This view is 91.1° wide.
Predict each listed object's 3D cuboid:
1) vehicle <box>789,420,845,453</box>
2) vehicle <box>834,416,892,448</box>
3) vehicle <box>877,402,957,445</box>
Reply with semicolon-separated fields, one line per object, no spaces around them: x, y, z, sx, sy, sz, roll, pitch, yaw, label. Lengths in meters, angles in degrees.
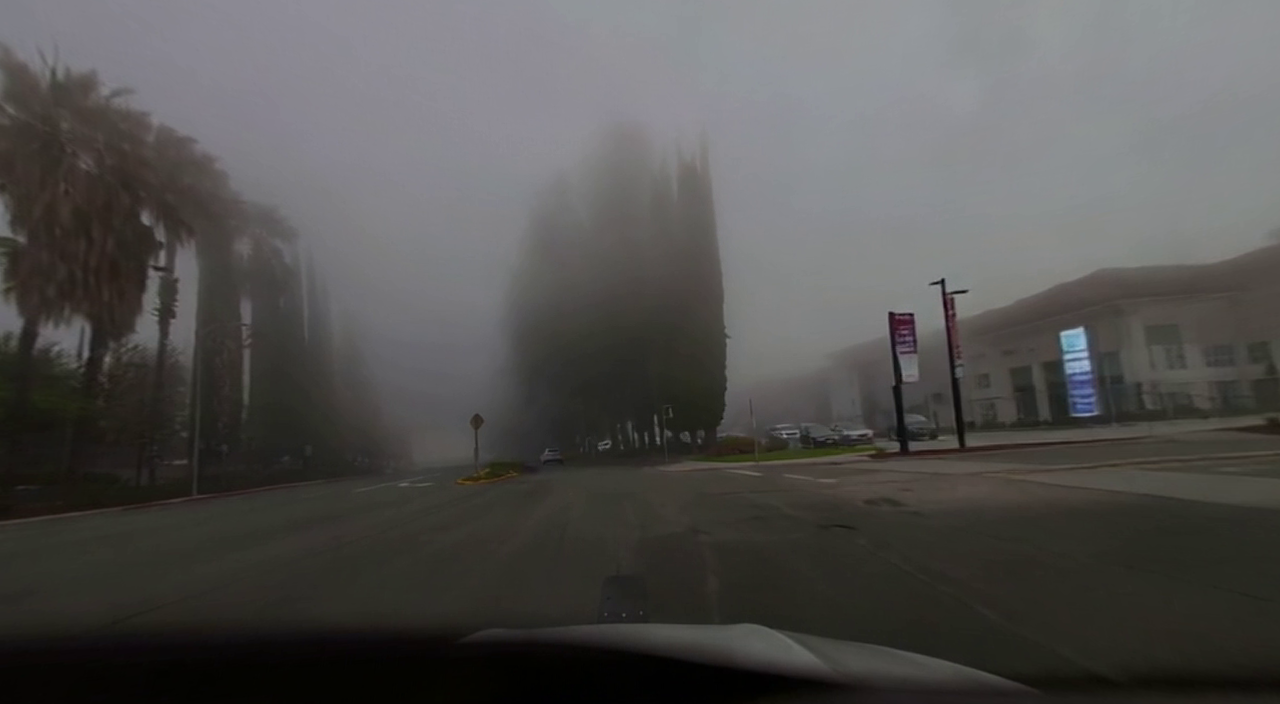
9.857;4.810;35.324;2.196;1.715;4.918;-1;-9;6;vehicle
12.441;4.539;35.311;2.065;1.687;4.584;-1;-9;7;vehicle
15.336;4.071;35.153;2.237;1.962;5.424;-9;-9;5;vehicle
